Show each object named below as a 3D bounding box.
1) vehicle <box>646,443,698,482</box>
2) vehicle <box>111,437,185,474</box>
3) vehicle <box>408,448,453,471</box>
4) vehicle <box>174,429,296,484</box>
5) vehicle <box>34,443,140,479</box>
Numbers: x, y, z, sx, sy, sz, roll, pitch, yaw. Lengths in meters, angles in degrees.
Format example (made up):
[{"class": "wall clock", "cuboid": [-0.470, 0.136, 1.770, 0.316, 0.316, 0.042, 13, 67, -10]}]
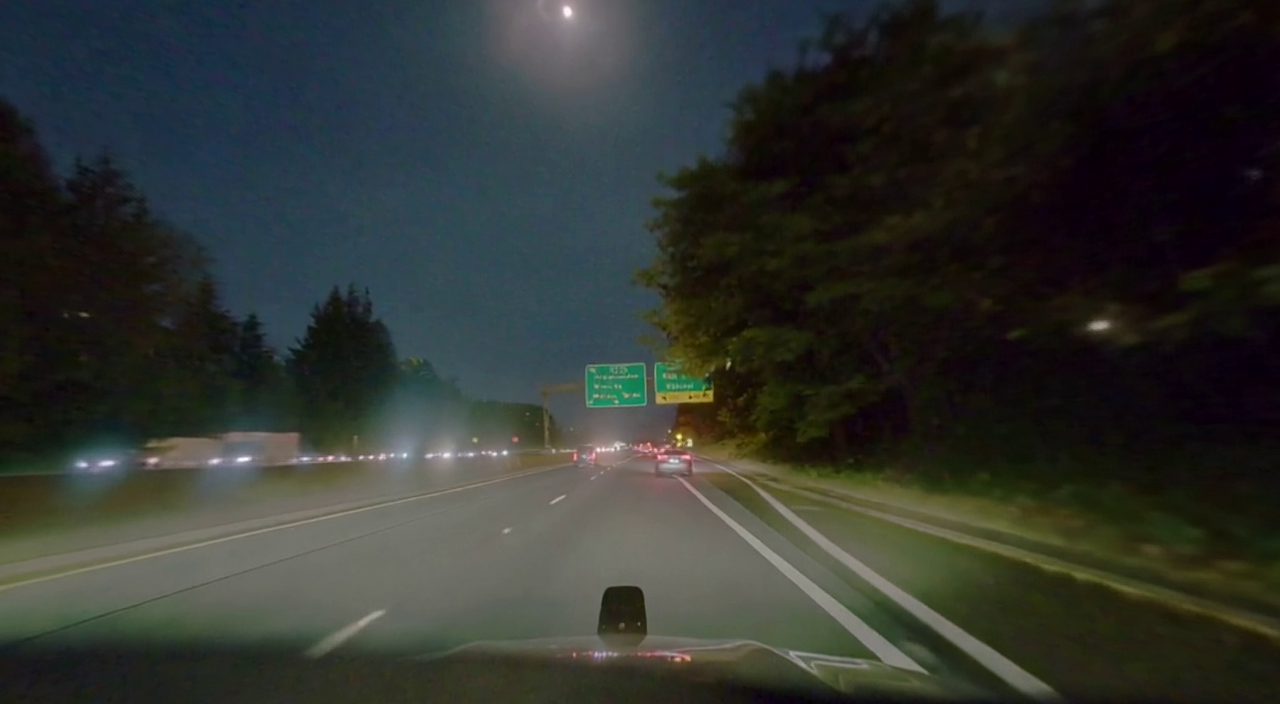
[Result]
[{"class": "vehicle", "cuboid": [1.262, 4.527, 26.014, 1.960, 1.456, 3.818, -1, -9, 1]}, {"class": "vehicle", "cuboid": [-34.060, 7.178, 43.756, 2.055, 2.409, 3.763, 0, -9, -3]}, {"class": "vehicle", "cuboid": [-16.103, 8.309, 48.685, 1.949, 1.656, 4.285, -1, -9, 1]}, {"class": "vehicle", "cuboid": [-20.887, 5.439, 32.934, 2.343, 2.581, 5.934, -1, -9, 0]}, {"class": "vehicle", "cuboid": [-33.606, 6.617, 38.524, 2.119, 2.041, 4.992, 0, -9, -4]}]
